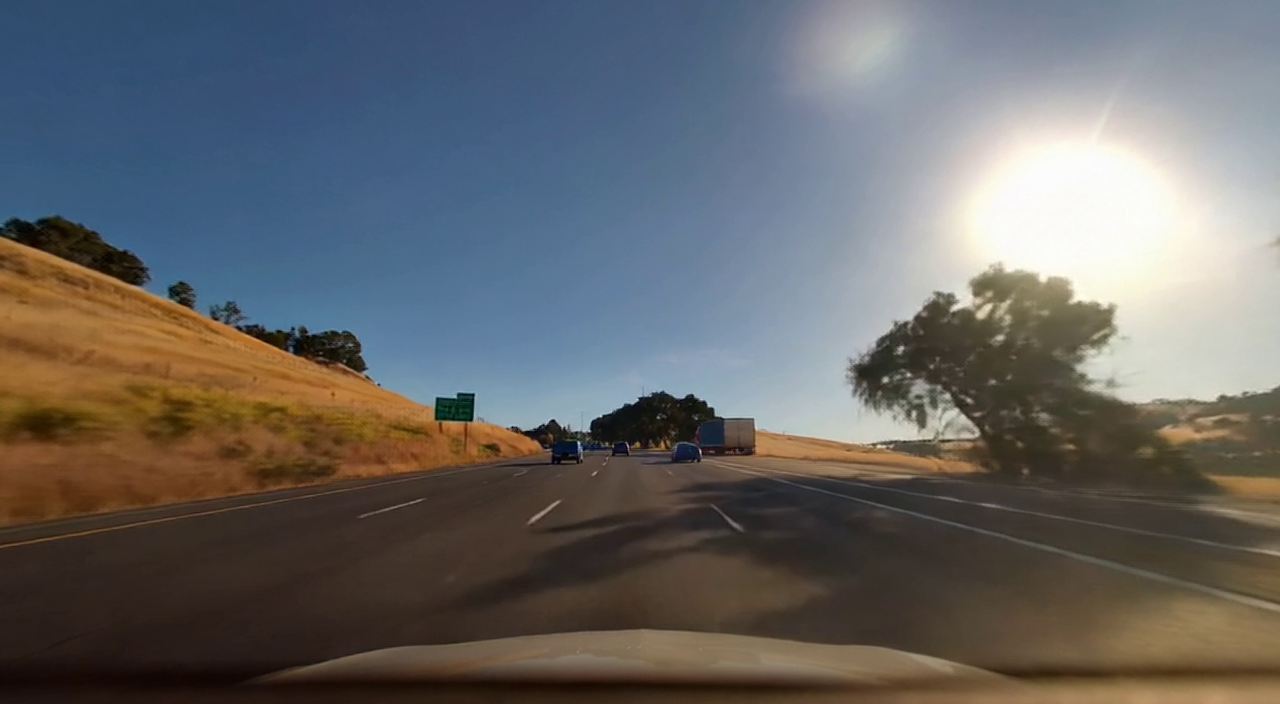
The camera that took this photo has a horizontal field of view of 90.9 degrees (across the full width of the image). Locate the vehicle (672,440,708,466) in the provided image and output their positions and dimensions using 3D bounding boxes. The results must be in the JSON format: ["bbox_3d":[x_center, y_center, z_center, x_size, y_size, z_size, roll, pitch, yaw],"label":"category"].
[{"bbox_3d":[3.363,6.879,43.103,1.995,1.712,4.206,0,-8,-2],"label":"vehicle"}]

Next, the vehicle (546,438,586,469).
[{"bbox_3d":[-4.750,6.557,41.026,2.120,1.855,4.619,0,-8,-1],"label":"vehicle"}]
